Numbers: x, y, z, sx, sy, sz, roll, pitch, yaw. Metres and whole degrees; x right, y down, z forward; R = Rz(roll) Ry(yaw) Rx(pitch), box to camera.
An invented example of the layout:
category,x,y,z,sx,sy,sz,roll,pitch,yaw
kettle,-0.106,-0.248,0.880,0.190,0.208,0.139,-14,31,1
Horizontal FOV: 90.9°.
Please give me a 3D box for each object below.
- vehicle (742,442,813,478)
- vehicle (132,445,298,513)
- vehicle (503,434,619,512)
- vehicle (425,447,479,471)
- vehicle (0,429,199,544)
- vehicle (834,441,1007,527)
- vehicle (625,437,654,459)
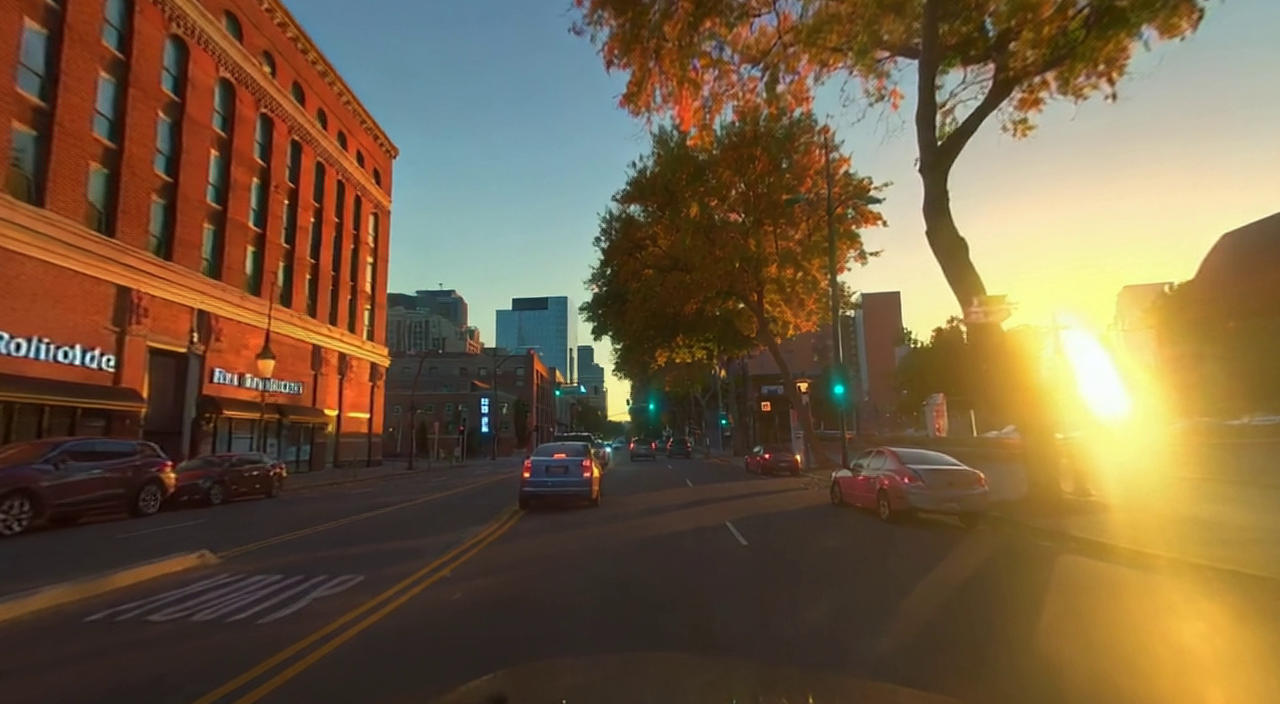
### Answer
category,x,y,z,sx,sy,sz,roll,pitch,yaw
vehicle,5.879,4.667,27.504,1.956,1.446,4.537,0,-8,-1
vehicle,-12.649,3.743,19.205,2.000,1.708,4.494,-3,-8,-1
vehicle,-1.729,2.621,14.213,2.169,1.427,4.531,1,-9,-6
vehicle,-12.588,7.185,42.540,2.075,1.472,4.638,0,-8,2
vehicle,-12.652,2.699,13.206,2.384,2.044,6.030,0,-8,0
vehicle,5.737,2.713,13.525,1.986,1.555,3.879,0,-8,1
vehicle,-0.081,7.138,46.804,2.102,1.521,4.078,0,-8,-1
